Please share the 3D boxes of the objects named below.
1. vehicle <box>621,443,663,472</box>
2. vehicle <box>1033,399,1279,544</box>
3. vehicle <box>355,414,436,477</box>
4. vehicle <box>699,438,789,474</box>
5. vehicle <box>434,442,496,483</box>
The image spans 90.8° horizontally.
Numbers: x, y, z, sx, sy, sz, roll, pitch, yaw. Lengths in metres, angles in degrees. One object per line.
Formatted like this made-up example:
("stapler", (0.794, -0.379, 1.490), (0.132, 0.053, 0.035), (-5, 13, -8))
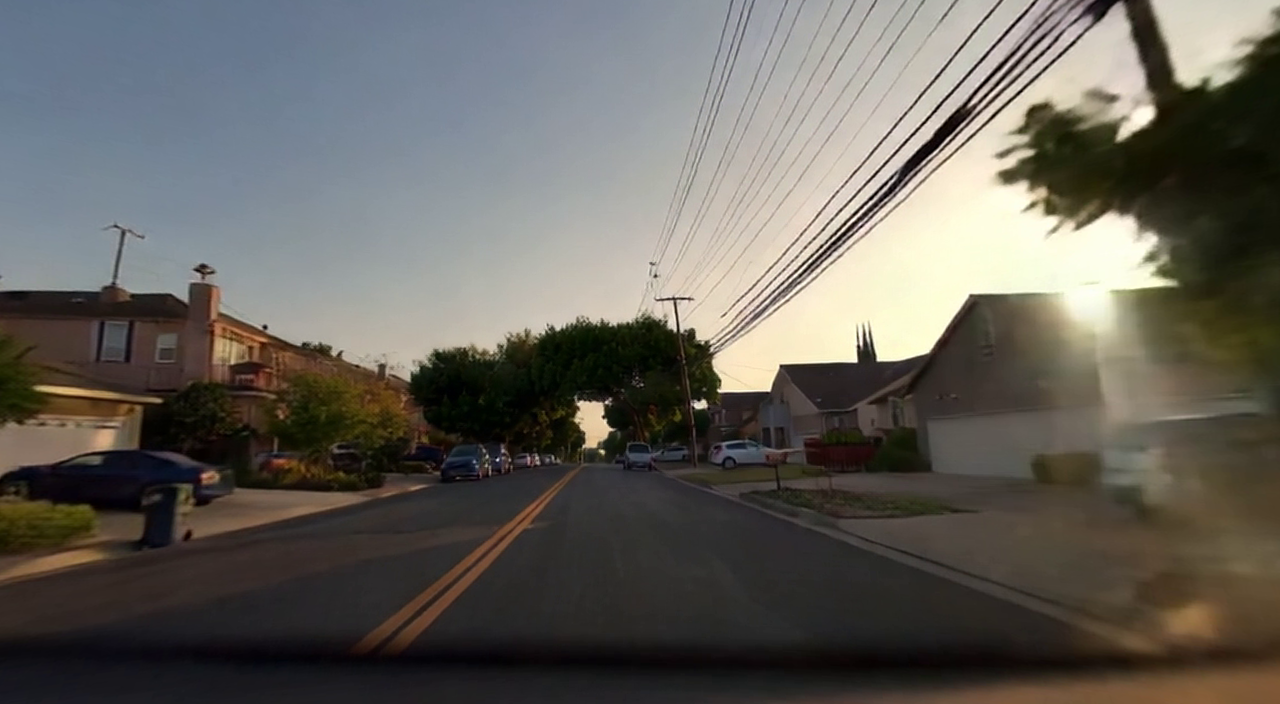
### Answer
("vehicle", (0.042, 7.461, 44.850), (2.203, 1.952, 5.111), (2, -9, -9))
("vehicle", (8.502, 1.632, 9.090), (4.337, 1.768, 1.962), (-1, -9, -3))
("vehicle", (-13.826, 5.407, 36.484), (2.781, 3.221, 7.995), (2, -9, -10))
("vehicle", (5.825, 5.903, 35.722), (4.489, 1.812, 2.056), (0, -14, -8))
("vehicle", (-8.512, 5.500, 31.110), (2.046, 1.777, 4.473), (-2, -12, -4))
